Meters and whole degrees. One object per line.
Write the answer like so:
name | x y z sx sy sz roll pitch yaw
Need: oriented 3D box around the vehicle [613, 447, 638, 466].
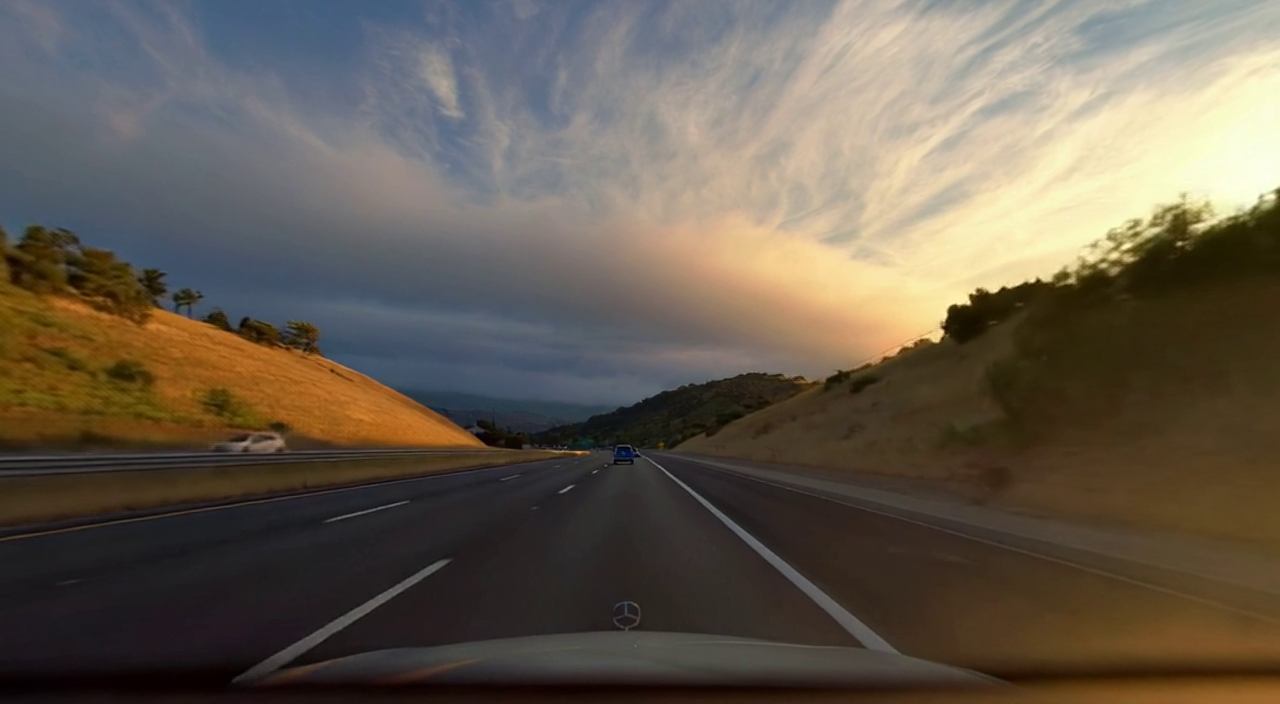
vehicle | -1.085 8.245 49.959 1.891 1.456 3.806 0 -9 0

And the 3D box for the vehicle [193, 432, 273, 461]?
vehicle | -23.093 5.416 35.997 1.794 1.507 4.208 0 -9 -1
